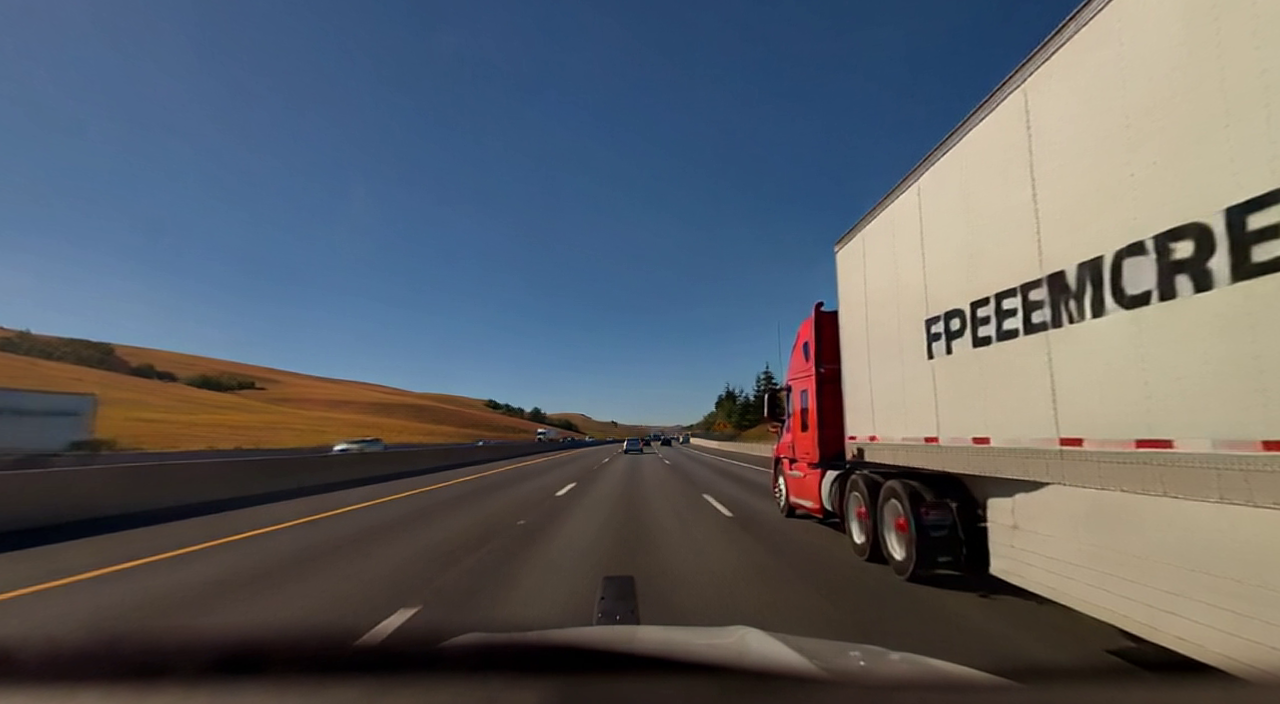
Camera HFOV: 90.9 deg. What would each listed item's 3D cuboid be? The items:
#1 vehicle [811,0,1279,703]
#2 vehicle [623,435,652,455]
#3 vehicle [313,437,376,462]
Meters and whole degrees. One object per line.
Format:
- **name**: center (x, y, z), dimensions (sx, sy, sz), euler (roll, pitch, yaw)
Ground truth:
- **vehicle**: center (3.760, -0.640, 0.345), dimensions (2.976, 4.077, 14.571), euler (0, -8, -1)
- **vehicle**: center (-0.178, 7.214, 48.874), dimensions (2.140, 1.475, 3.969), euler (0, -8, 0)
- **vehicle**: center (-18.656, 6.149, 40.013), dimensions (1.885, 1.505, 4.271), euler (0, -8, 1)
